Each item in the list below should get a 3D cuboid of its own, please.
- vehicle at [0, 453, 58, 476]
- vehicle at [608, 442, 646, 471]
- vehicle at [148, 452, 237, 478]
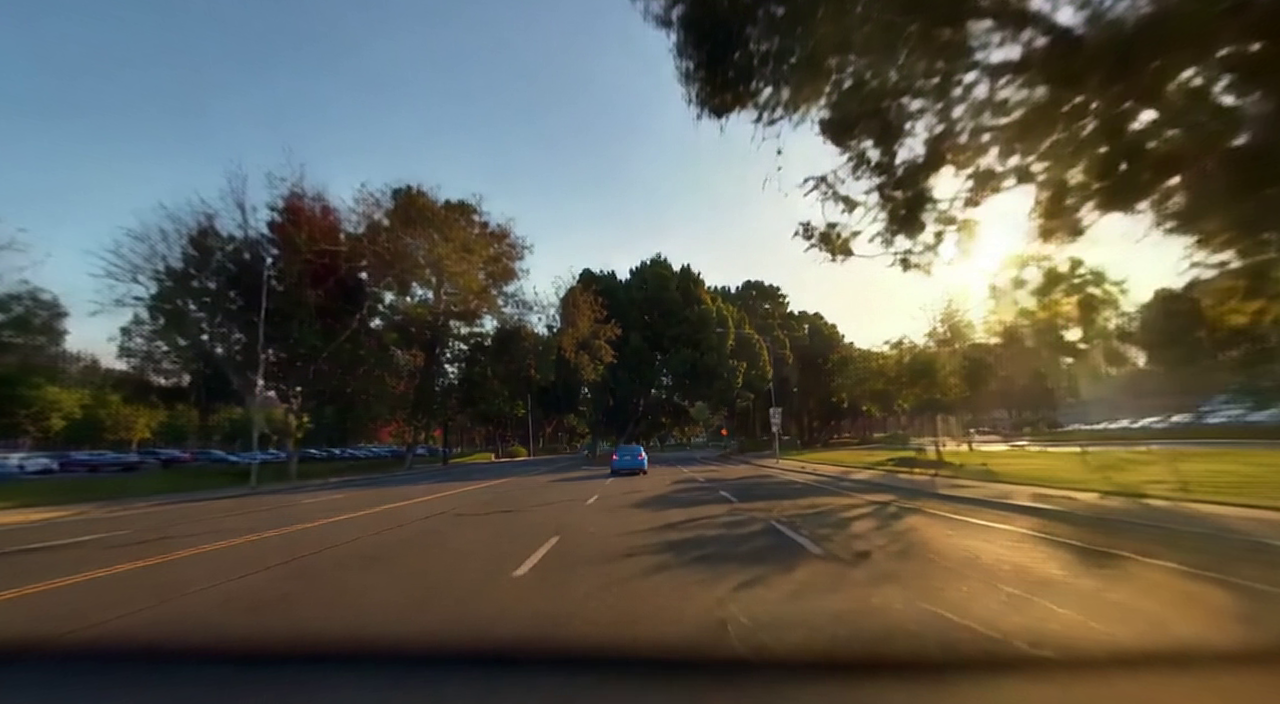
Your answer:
[{"bbox_3d":[-42.804,7.689,43.008,4.272,1.451,1.902,0,-8,-1],"label":"vehicle"},{"bbox_3d":[-0.703,5.785,35.264,1.978,1.499,3.915,0,-8,-1],"label":"vehicle"},{"bbox_3d":[-30.238,7.620,42.744,4.577,1.467,1.955,-3,-8,-1],"label":"vehicle"}]
